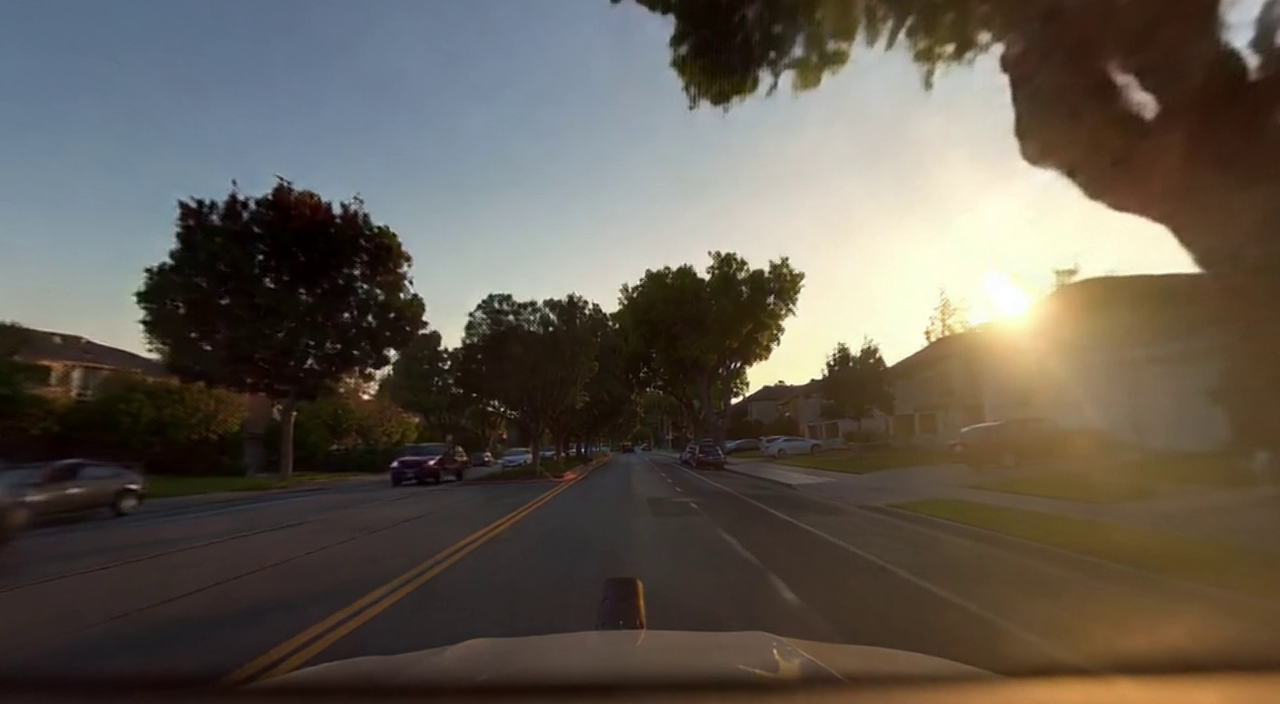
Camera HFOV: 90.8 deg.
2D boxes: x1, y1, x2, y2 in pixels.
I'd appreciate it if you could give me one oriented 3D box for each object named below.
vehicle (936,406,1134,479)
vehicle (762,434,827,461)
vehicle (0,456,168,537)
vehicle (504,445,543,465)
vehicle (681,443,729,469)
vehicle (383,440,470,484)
[{"bbox_3d":[11.940,2.772,19.353,4.625,1.711,1.910,-5,-8,0],"label":"vehicle"},{"bbox_3d":[10.871,6.714,44.550,3.999,1.599,1.819,-4,-8,0],"label":"vehicle"},{"bbox_3d":[-13.320,3.144,14.301,1.850,1.472,4.511,0,-8,-1],"label":"vehicle"},{"bbox_3d":[-8.835,7.800,48.185,1.986,1.442,4.602,0,-8,1],"label":"vehicle"},{"bbox_3d":[3.793,6.155,37.578,1.946,1.431,4.695,1,-8,-5],"label":"vehicle"},{"bbox_3d":[-8.683,4.481,26.149,2.030,1.632,4.520,0,-8,0],"label":"vehicle"}]
